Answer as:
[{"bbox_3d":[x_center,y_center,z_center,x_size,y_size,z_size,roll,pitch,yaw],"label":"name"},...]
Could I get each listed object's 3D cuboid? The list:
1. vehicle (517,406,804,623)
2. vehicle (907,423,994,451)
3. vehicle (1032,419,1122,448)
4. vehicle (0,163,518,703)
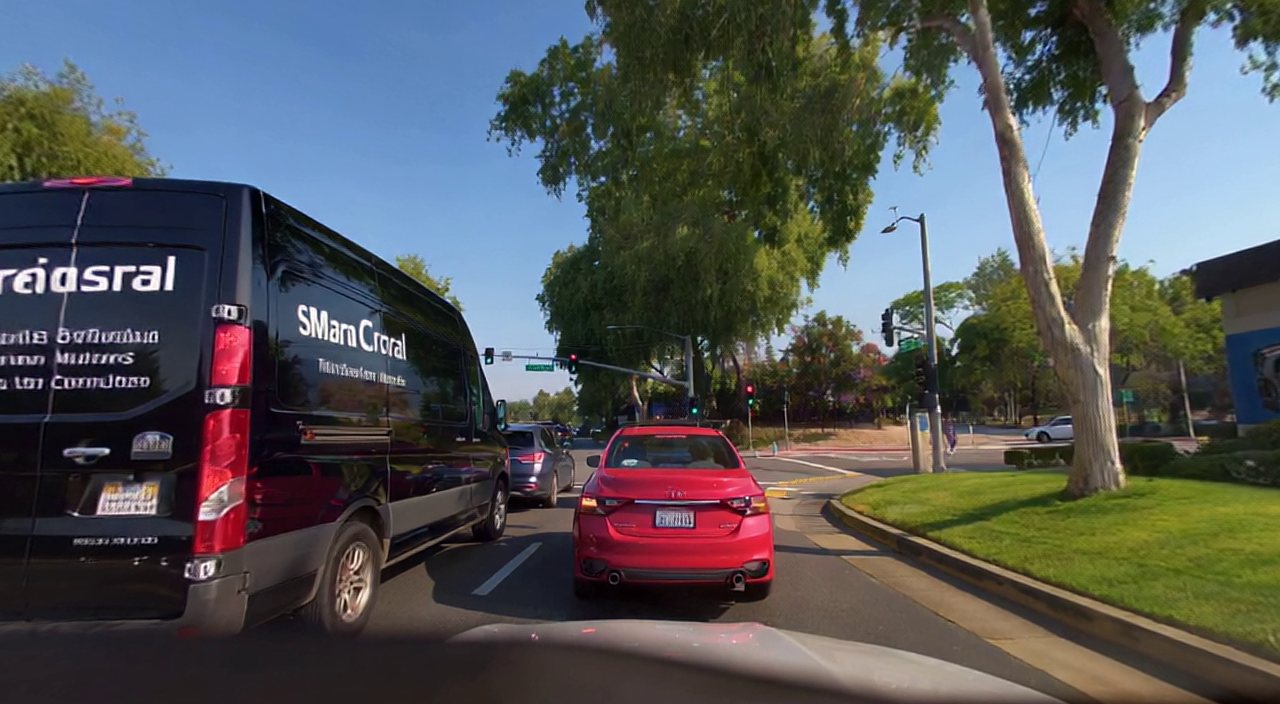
[{"bbox_3d":[0.314,1.666,7.471,2.398,1.773,4.254,-1,-8,4],"label":"vehicle"},{"bbox_3d":[21.944,6.042,44.590,5.021,1.848,2.210,1,-9,-9],"label":"vehicle"},{"bbox_3d":[32.000,6.026,46.171,5.084,2.041,2.360,1,-9,-9],"label":"vehicle"},{"bbox_3d":[-3.072,0.893,6.025,2.555,3.035,5.702,0,-8,1],"label":"vehicle"}]
